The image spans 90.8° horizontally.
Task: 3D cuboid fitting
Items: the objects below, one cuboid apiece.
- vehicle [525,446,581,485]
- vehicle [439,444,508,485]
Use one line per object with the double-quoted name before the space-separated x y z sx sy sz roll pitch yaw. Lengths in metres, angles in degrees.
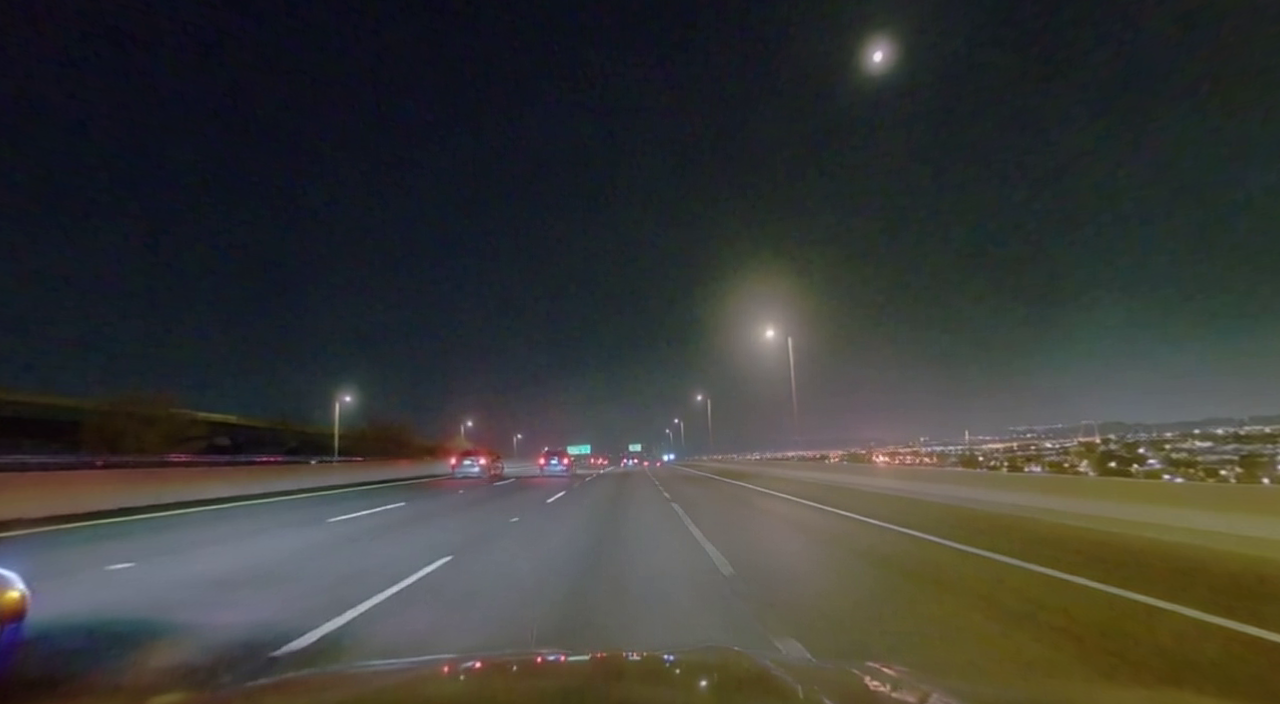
"vehicle" -4.099 5.452 30.552 2.075 1.702 4.257 0 -9 0
"vehicle" -7.990 5.457 30.886 2.040 1.824 4.917 0 -9 0
